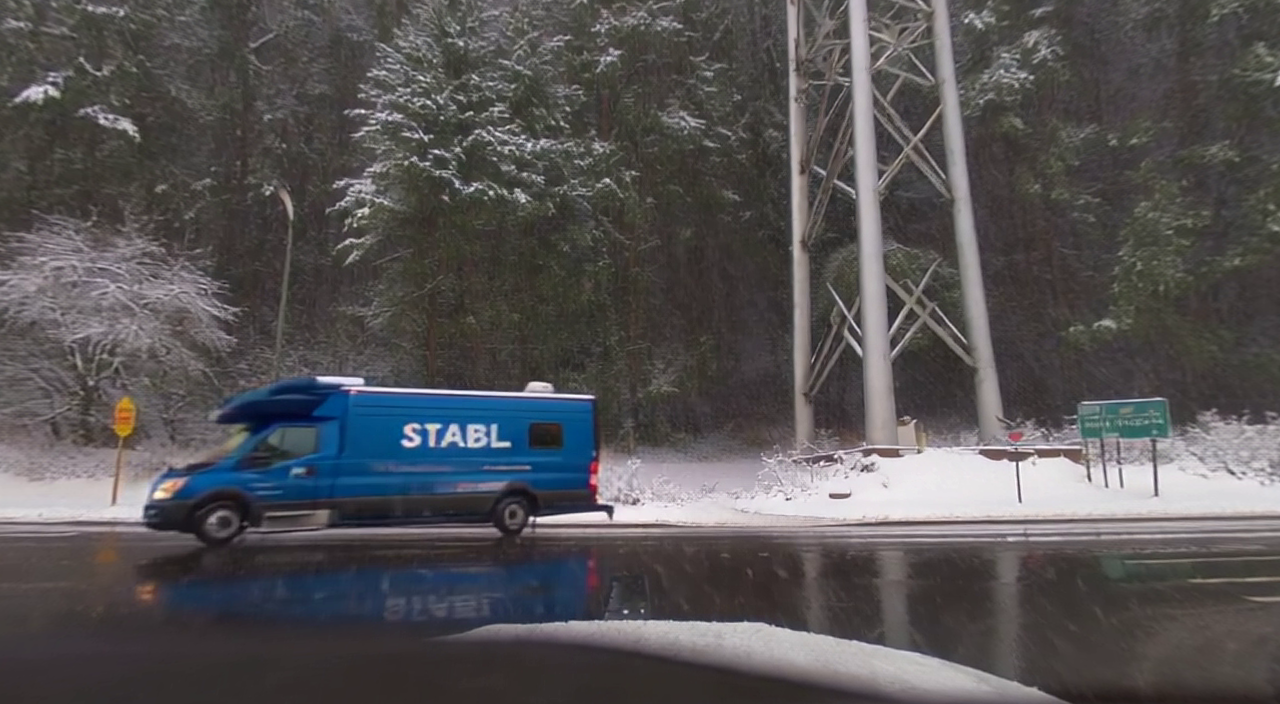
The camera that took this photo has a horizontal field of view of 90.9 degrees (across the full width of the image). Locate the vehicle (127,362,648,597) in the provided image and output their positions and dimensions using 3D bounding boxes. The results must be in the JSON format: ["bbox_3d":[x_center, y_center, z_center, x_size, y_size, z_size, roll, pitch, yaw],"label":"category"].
[{"bbox_3d":[-3.056,1.657,8.891,5.923,2.424,2.247,4,-10,-25],"label":"vehicle"}]
